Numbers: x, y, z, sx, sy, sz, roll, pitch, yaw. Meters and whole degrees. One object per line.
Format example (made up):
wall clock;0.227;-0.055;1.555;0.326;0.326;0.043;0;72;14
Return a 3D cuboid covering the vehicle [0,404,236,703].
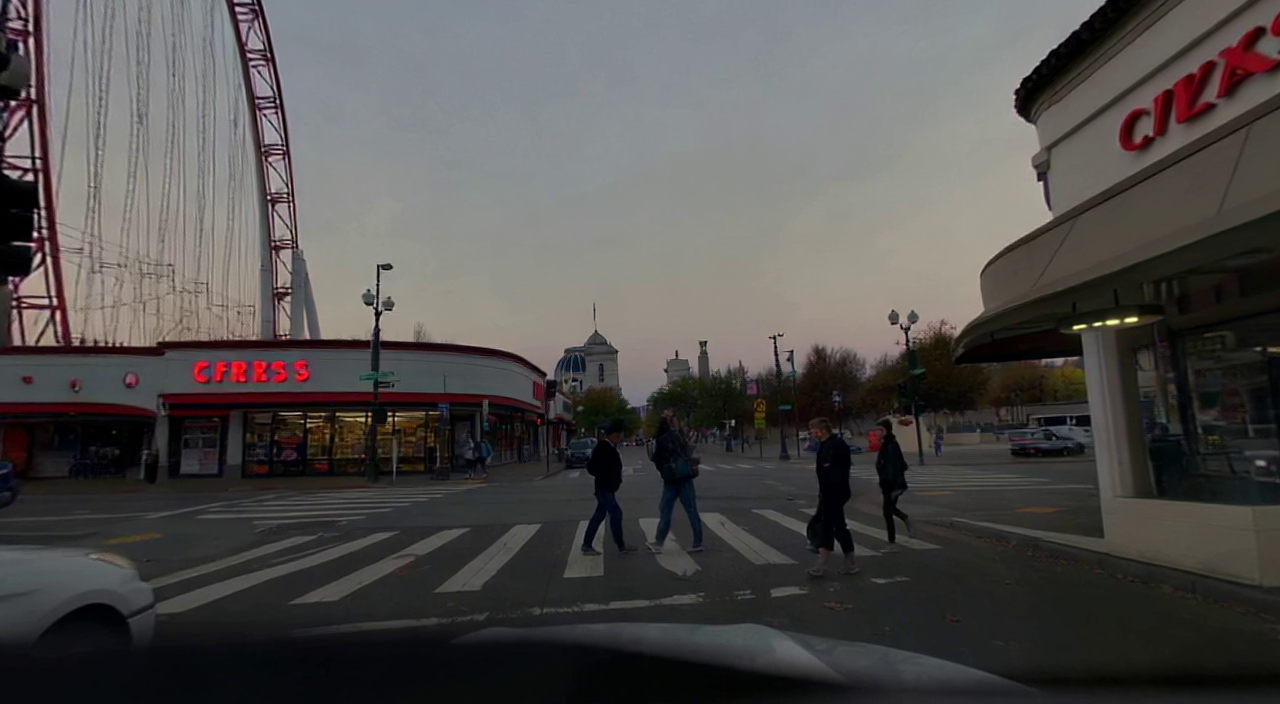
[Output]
vehicle;-3.372;0.789;1.188;1.940;1.505;4.676;-1;-9;3

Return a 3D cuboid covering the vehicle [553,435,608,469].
vehicle;-3.916;6.357;40.246;2.549;2.000;5.699;2;-9;-15
